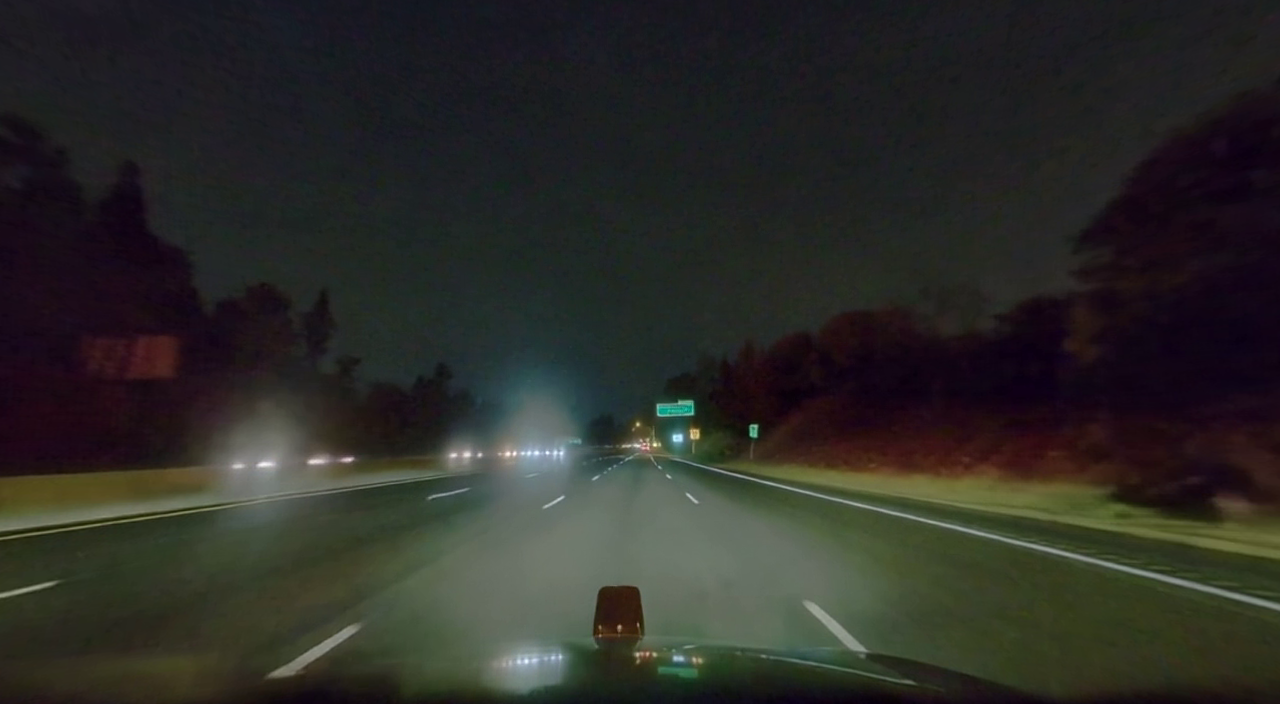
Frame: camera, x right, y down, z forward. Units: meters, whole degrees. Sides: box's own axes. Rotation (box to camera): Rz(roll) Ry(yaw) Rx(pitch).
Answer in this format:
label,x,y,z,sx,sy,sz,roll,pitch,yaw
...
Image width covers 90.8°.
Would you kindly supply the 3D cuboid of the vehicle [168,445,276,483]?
label,x,y,z,sx,sy,sz,roll,pitch,yaw
vehicle,-17.856,4.766,27.217,1.889,1.483,3.991,0,-9,0
